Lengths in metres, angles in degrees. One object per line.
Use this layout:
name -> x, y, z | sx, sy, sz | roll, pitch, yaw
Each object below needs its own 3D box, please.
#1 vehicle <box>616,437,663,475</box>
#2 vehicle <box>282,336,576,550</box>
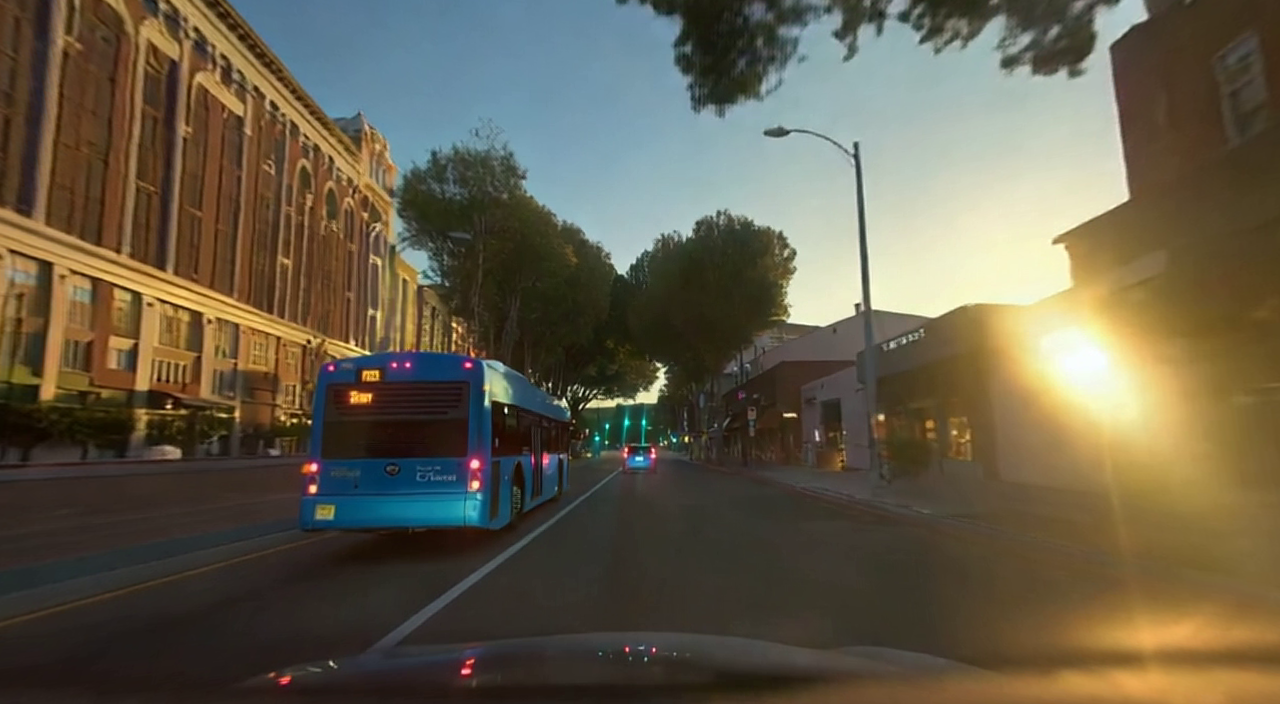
vehicle -> 0.003, 5.009, 30.593 | 2.120, 1.727, 3.917 | 0, -8, 0
vehicle -> -3.270, 1.819, 12.844 | 2.920, 2.884, 8.588 | 0, -8, 1
